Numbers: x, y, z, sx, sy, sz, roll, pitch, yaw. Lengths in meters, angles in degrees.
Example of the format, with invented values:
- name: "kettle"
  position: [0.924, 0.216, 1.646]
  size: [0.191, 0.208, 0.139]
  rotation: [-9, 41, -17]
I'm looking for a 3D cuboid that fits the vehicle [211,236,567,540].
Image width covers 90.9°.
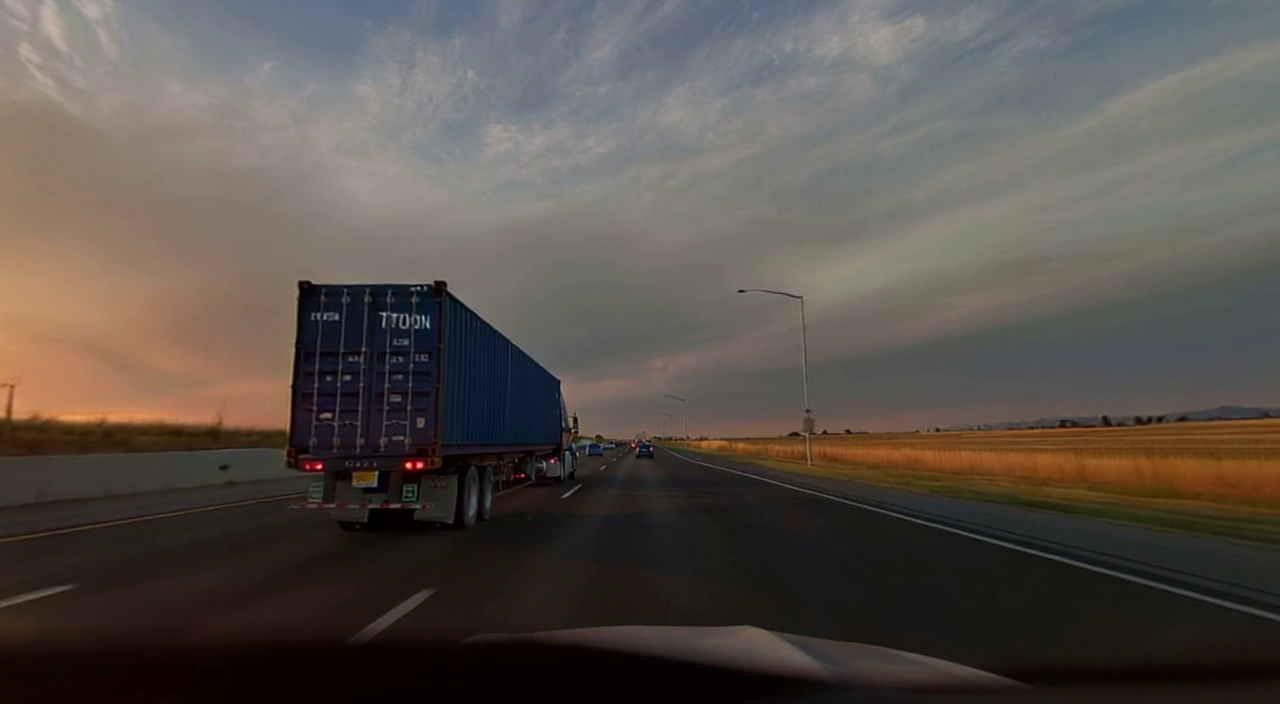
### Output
- name: "vehicle"
  position: [-4.052, 1.378, 15.040]
  size: [2.840, 4.032, 13.388]
  rotation: [-1, -8, 1]

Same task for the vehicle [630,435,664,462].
- name: "vehicle"
  position: [0.444, 6.440, 42.150]
  size: [2.136, 1.718, 4.157]
  rotation: [-1, -8, 0]
